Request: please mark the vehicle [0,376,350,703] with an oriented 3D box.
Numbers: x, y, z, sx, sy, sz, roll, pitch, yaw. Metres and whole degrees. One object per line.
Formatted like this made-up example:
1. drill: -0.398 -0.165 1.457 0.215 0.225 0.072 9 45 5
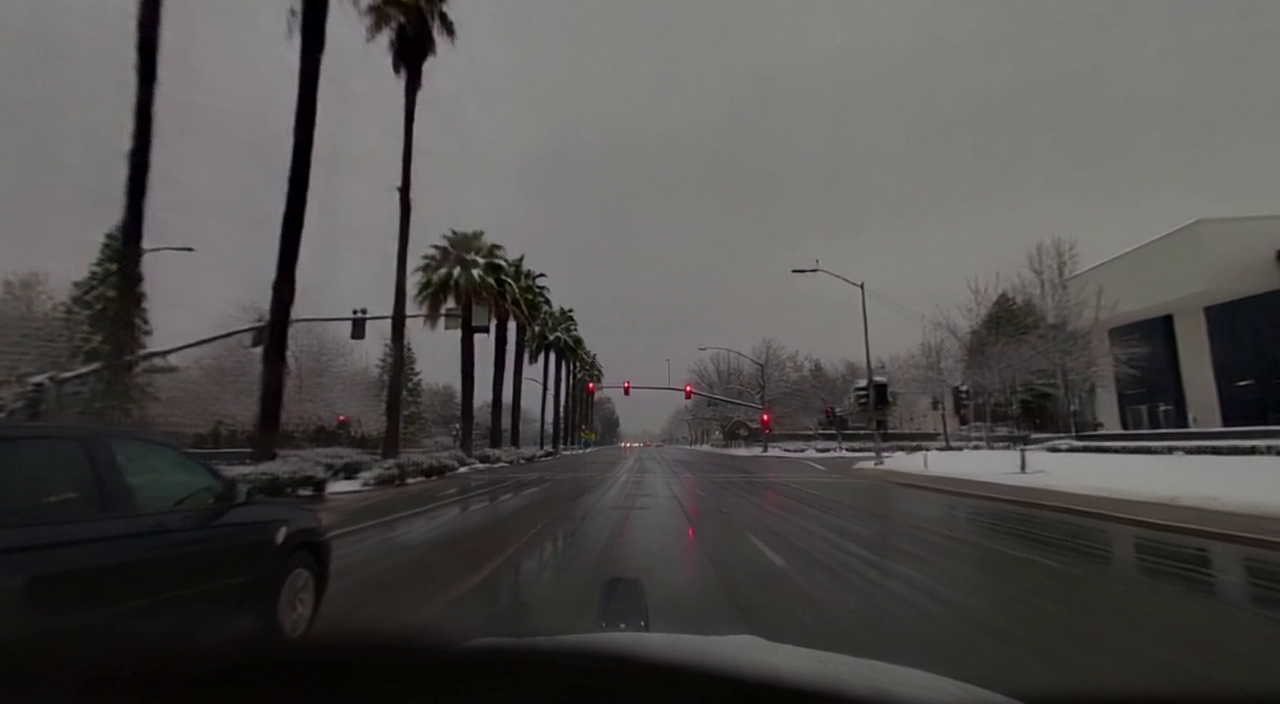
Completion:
1. vehicle: -3.205 0.853 2.050 2.162 1.549 4.795 0 -8 1
